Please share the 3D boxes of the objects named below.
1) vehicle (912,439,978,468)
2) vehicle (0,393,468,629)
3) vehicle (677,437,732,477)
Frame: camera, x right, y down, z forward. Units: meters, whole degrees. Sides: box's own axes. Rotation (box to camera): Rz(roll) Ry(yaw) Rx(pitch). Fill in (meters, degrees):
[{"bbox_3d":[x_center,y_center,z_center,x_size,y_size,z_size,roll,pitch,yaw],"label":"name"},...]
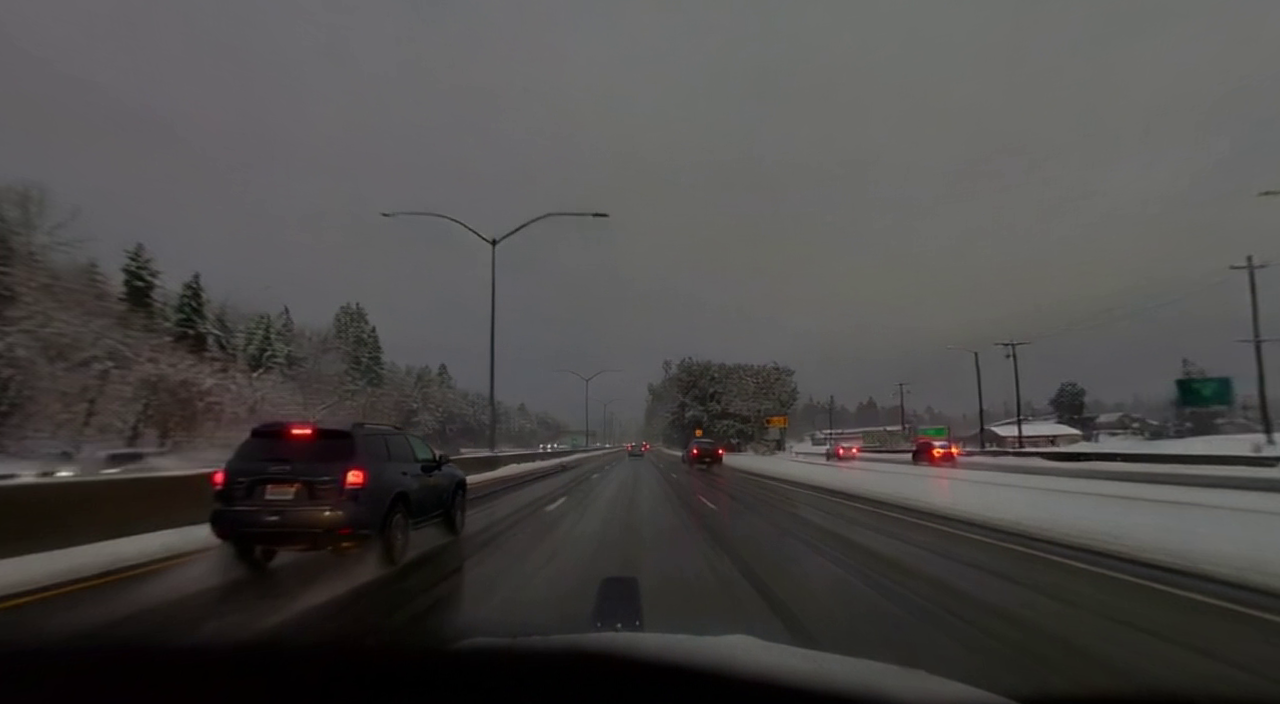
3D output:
[{"bbox_3d":[19.763,6.594,41.175,2.070,1.782,5.006,-1,-9,4],"label":"vehicle"},{"bbox_3d":[-3.575,1.481,6.909,2.099,1.682,4.590,0,-8,0],"label":"vehicle"},{"bbox_3d":[2.870,4.789,29.040,1.997,1.638,4.281,0,-8,-1],"label":"vehicle"}]
